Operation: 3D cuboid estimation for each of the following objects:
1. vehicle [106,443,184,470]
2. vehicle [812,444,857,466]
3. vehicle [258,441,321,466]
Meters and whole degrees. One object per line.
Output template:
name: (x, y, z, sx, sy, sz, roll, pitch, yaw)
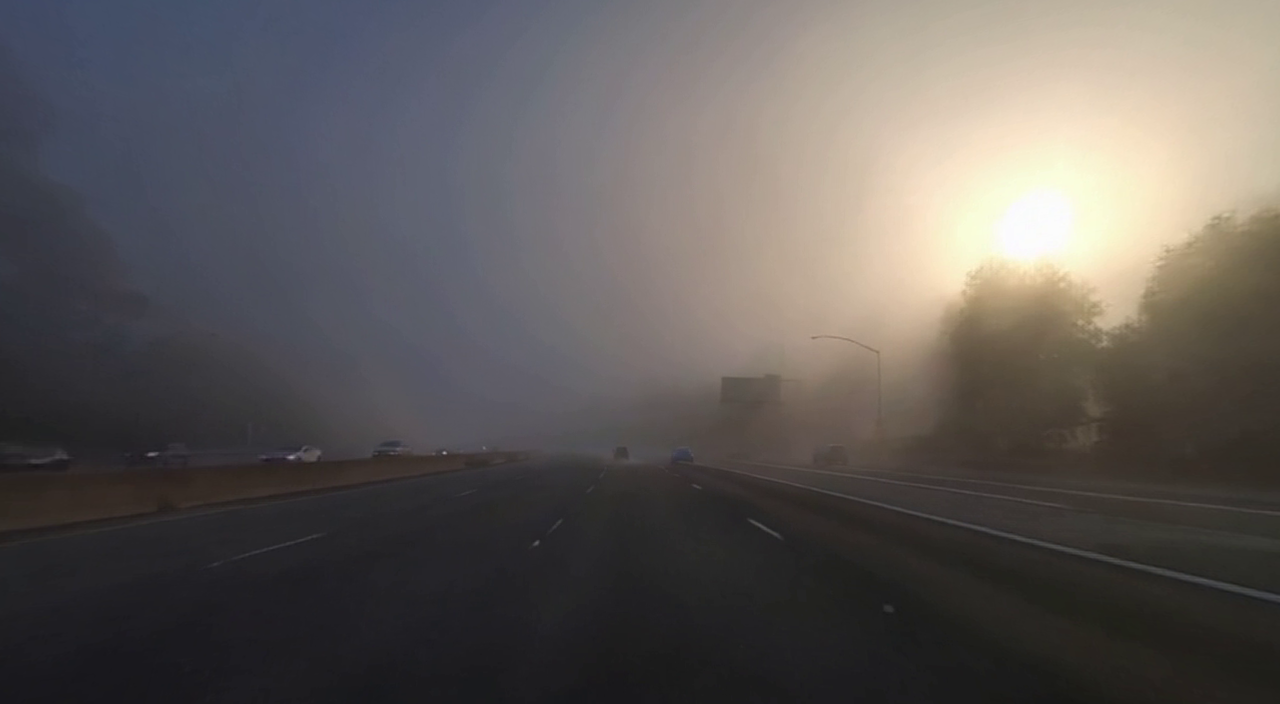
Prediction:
vehicle: (-32.946, 6.970, 42.077, 1.862, 1.643, 4.426, 1, -9, -5)
vehicle: (14.914, 7.954, 48.587, 1.955, 1.607, 4.232, 1, -9, -2)
vehicle: (-25.400, 7.380, 45.828, 1.947, 1.673, 4.711, 1, -9, -2)
